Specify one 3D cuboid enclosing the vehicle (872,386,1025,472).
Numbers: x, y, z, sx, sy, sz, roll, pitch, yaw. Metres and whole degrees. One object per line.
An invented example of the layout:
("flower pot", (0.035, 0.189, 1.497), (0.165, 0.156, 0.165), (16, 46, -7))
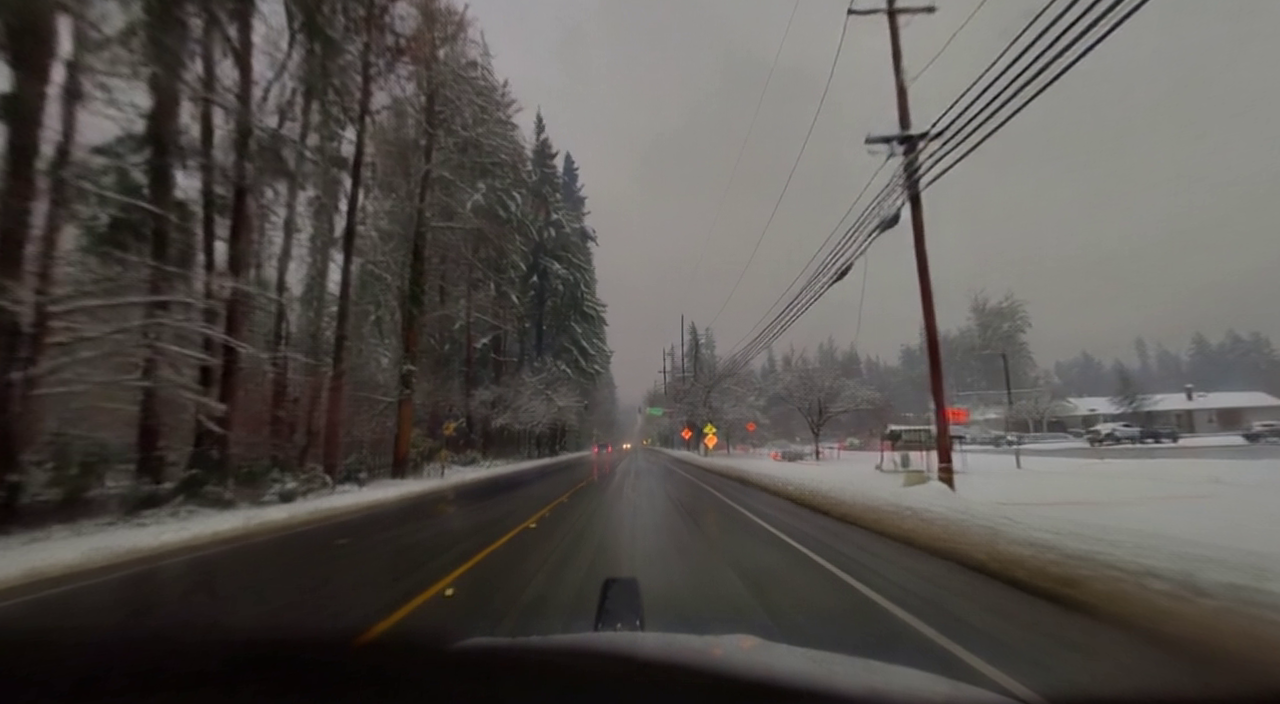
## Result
("vehicle", (14.719, 3.929, 31.328), (2.889, 3.610, 9.347), (0, -8, 1))
